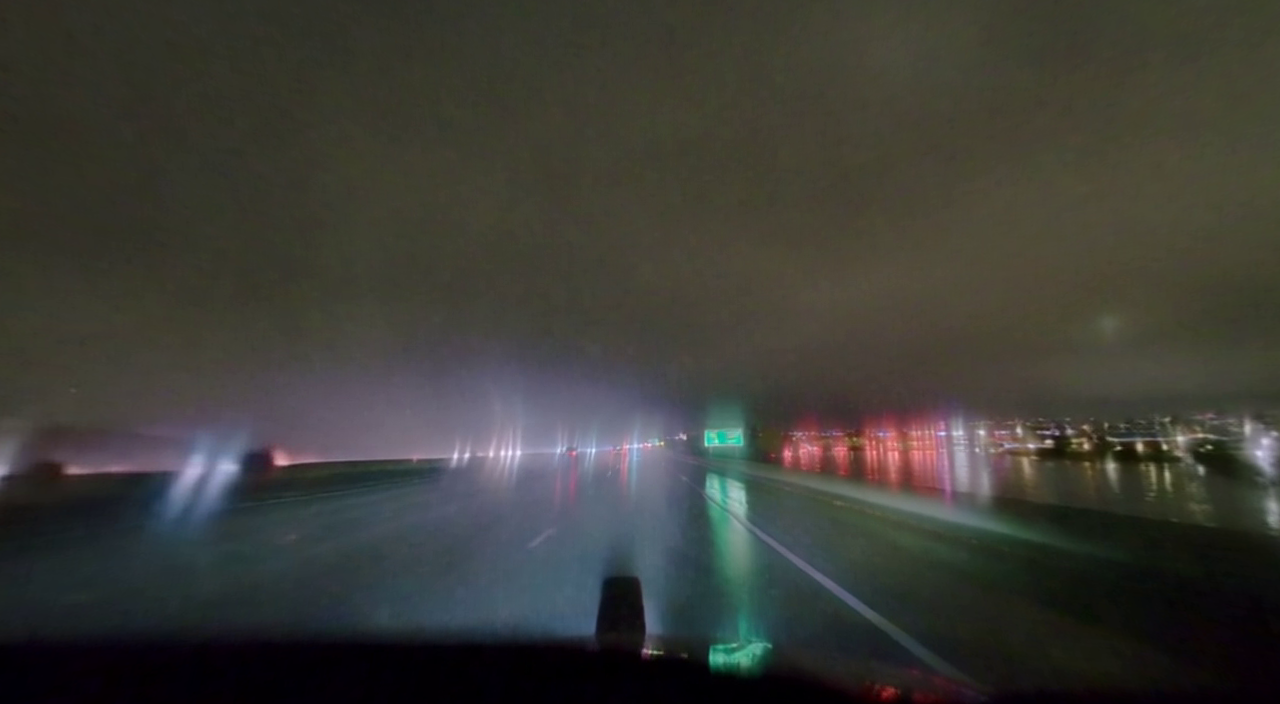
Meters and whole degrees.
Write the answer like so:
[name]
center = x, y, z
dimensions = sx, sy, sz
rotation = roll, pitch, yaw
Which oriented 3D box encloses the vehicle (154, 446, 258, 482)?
[vehicle]
center = -20.261, 5.232, 29.660
dimensions = 1.867, 1.547, 4.145
rotation = 0, -9, 1
